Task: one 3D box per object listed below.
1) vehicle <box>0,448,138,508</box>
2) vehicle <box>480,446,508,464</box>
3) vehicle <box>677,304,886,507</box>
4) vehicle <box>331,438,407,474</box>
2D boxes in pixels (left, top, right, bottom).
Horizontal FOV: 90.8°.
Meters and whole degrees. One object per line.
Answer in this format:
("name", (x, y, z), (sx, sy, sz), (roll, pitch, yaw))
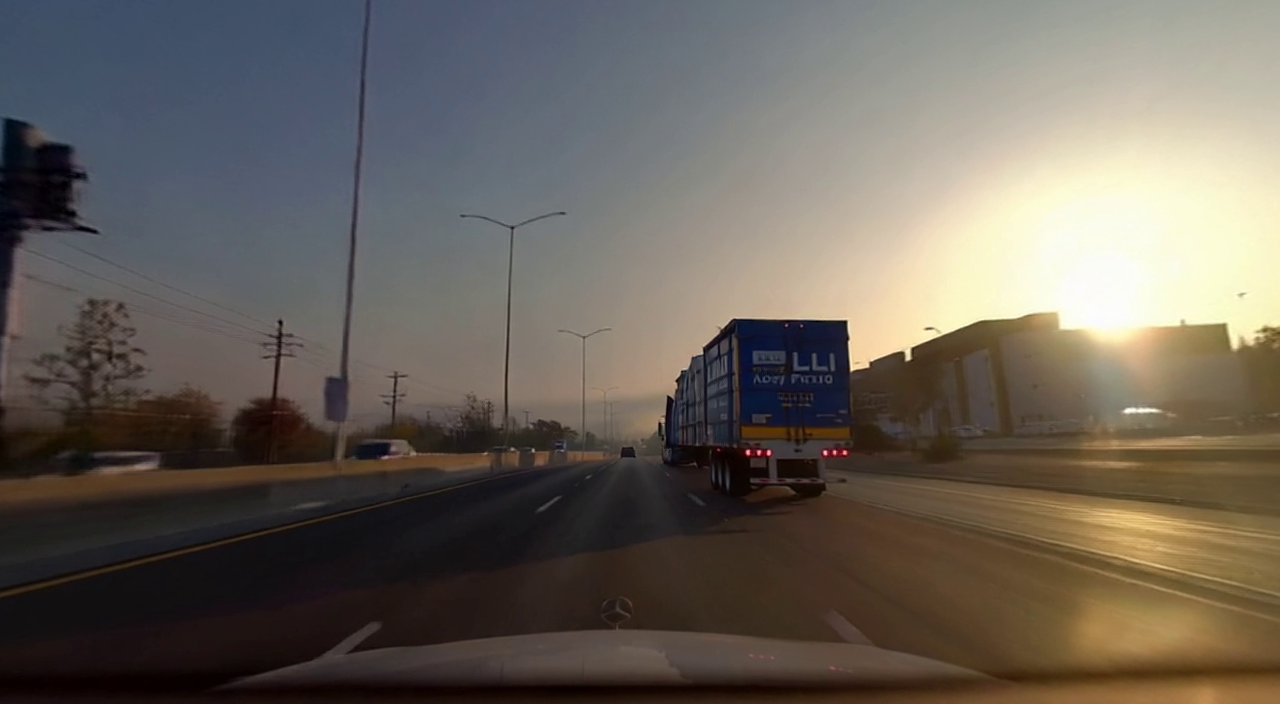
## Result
("vehicle", (-14.796, 3.100, 15.934), (1.548, 1.334, 3.245), (0, -9, 0))
("vehicle", (-11.322, 8.013, 49.146), (1.452, 1.311, 3.176), (0, -9, 0))
("vehicle", (3.534, 2.392, 22.183), (2.891, 4.387, 17.121), (0, -9, -2))
("vehicle", (-11.183, 4.310, 26.304), (1.679, 1.408, 3.364), (0, -9, 0))
